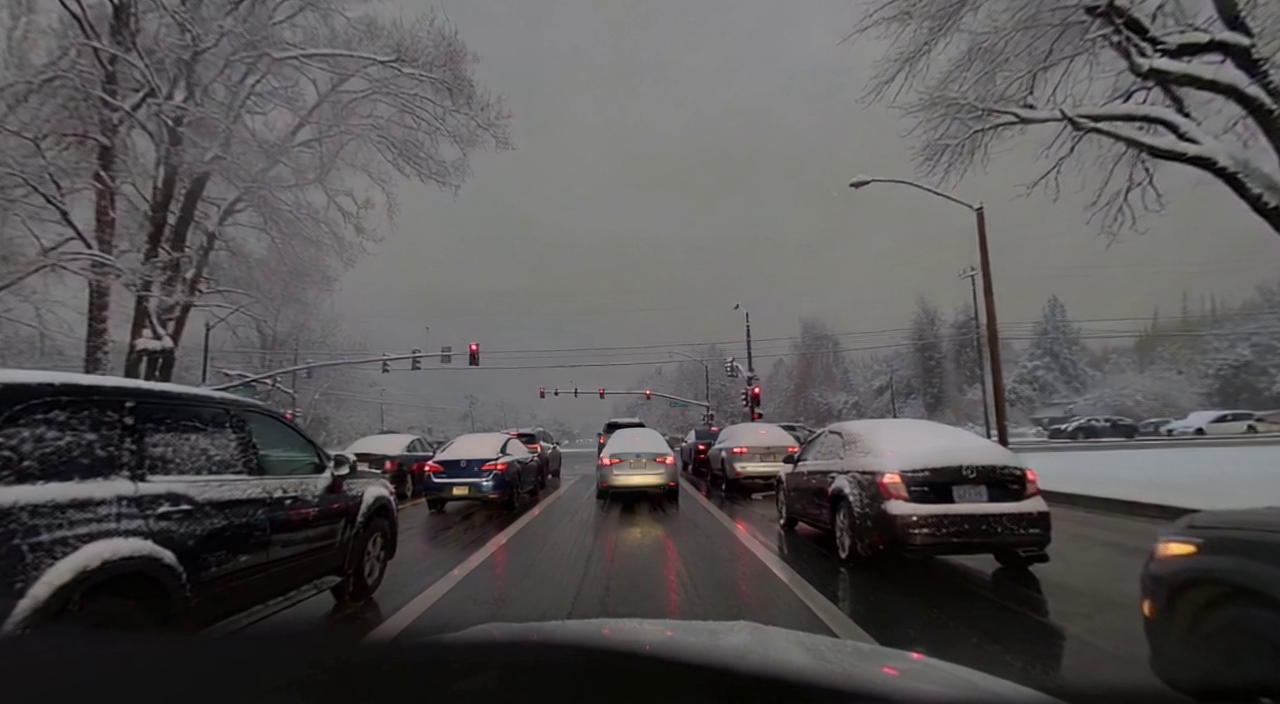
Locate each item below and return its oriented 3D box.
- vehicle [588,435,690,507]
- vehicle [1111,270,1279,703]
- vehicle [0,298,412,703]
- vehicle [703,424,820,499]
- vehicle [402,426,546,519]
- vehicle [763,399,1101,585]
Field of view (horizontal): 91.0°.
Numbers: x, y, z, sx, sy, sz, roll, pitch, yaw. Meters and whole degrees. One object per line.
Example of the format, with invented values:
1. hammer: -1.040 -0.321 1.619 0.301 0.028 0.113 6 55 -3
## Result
1. vehicle: -0.093 2.698 14.756 2.076 1.438 3.770 0 -8 -2
2. vehicle: 3.339 0.383 0.454 2.111 1.839 4.857 0 -8 -1
3. vehicle: -3.246 0.961 3.833 2.079 1.756 4.676 0 -8 -2
4. vehicle: 2.961 2.786 16.356 2.106 1.667 4.101 0 -8 -2
5. vehicle: -3.140 2.368 12.908 1.896 1.546 4.378 0 -8 -2
6. vehicle: 3.125 1.603 8.042 2.074 1.685 4.387 0 -8 -2
